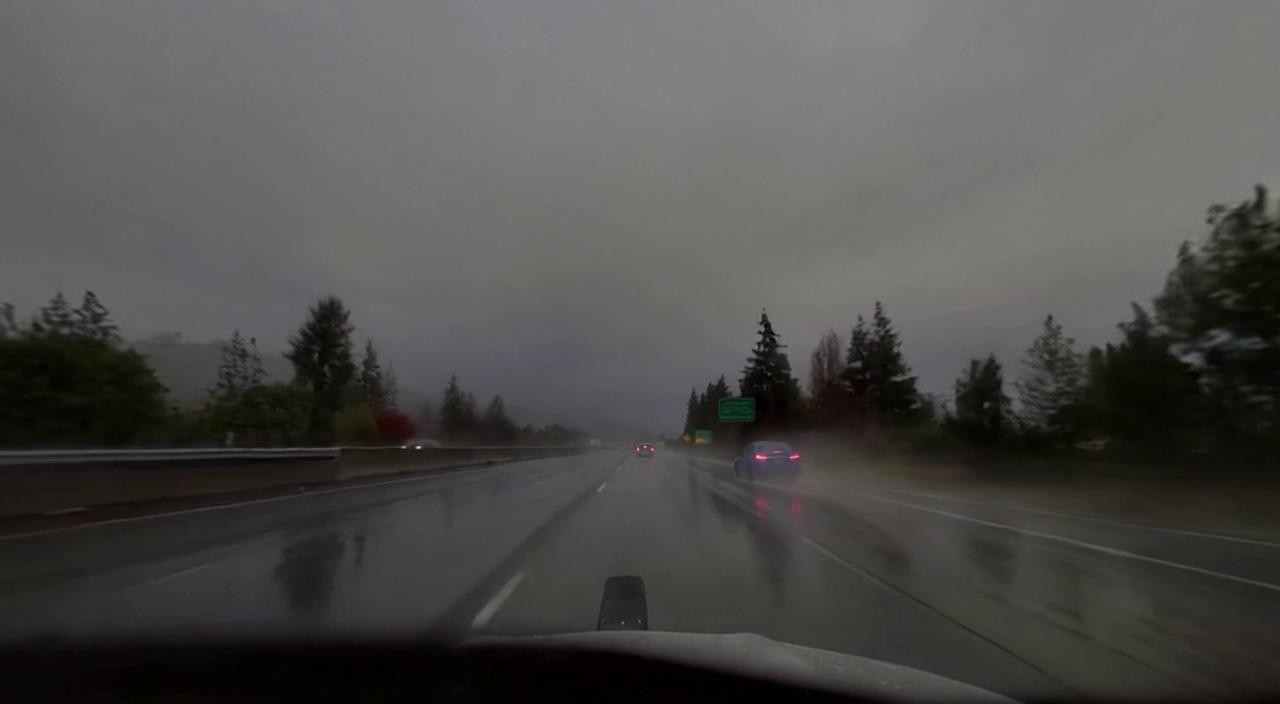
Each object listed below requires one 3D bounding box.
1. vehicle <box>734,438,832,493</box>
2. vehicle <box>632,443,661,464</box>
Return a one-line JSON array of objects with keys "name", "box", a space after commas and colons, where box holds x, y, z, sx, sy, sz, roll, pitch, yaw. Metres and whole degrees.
[{"name": "vehicle", "box": [4.383, 3.547, 20.061, 2.008, 1.524, 4.598, 1, -8, 0]}, {"name": "vehicle", "box": [0.436, 7.363, 45.600, 2.052, 1.449, 3.857, 1, -8, 0]}]
